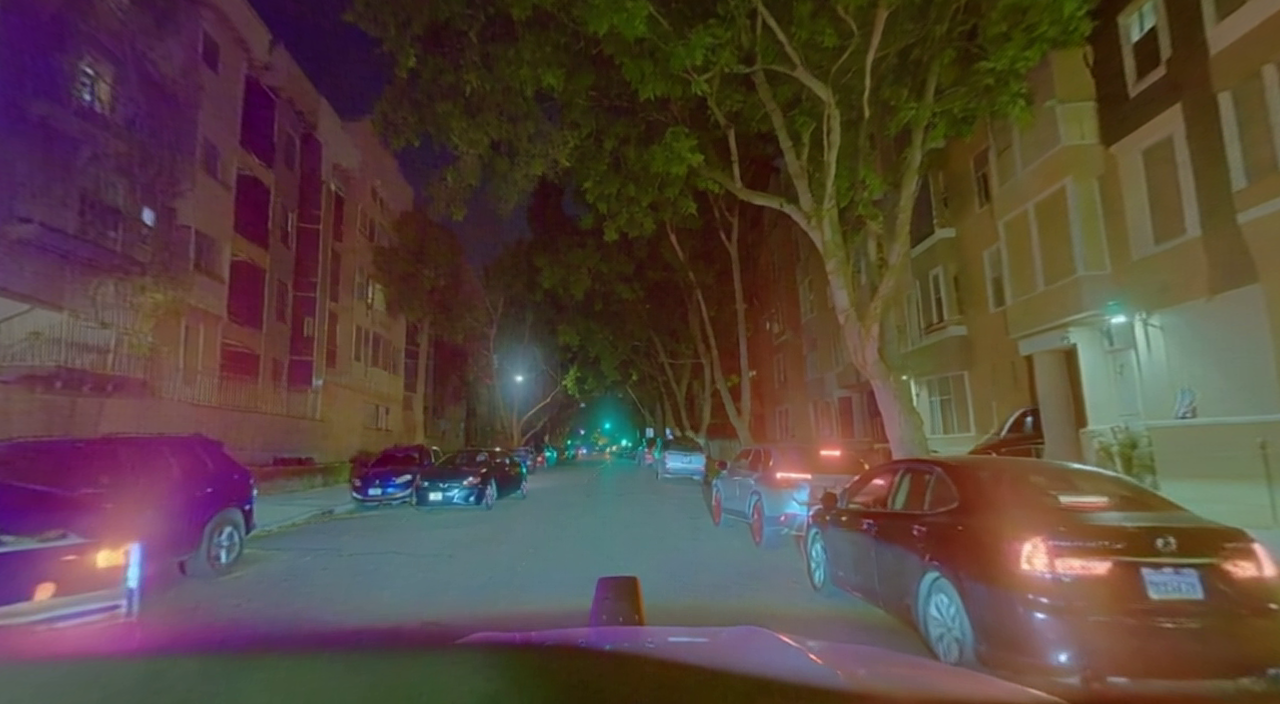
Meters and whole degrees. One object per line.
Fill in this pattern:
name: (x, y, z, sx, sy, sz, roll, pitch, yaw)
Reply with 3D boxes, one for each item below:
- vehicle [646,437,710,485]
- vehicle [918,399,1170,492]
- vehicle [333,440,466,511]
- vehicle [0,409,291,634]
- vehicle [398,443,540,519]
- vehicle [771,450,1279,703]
vehicle: (1.346, 4.079, 23.952, 1.878, 1.664, 4.033, 1, -8, -4)
vehicle: (9.216, 2.198, 14.724, 4.416, 1.784, 1.929, -3, -10, -2)
vehicle: (-7.127, 3.671, 19.464, 2.215, 1.841, 5.172, 0, -8, -2)
vehicle: (-6.647, 1.763, 7.134, 2.308, 1.877, 6.060, -4, -8, -3)
vehicle: (-3.781, 2.909, 14.880, 1.966, 1.515, 4.394, 0, -8, 2)
vehicle: (2.349, 1.390, 4.481, 1.720, 1.333, 4.233, 0, -8, -3)
